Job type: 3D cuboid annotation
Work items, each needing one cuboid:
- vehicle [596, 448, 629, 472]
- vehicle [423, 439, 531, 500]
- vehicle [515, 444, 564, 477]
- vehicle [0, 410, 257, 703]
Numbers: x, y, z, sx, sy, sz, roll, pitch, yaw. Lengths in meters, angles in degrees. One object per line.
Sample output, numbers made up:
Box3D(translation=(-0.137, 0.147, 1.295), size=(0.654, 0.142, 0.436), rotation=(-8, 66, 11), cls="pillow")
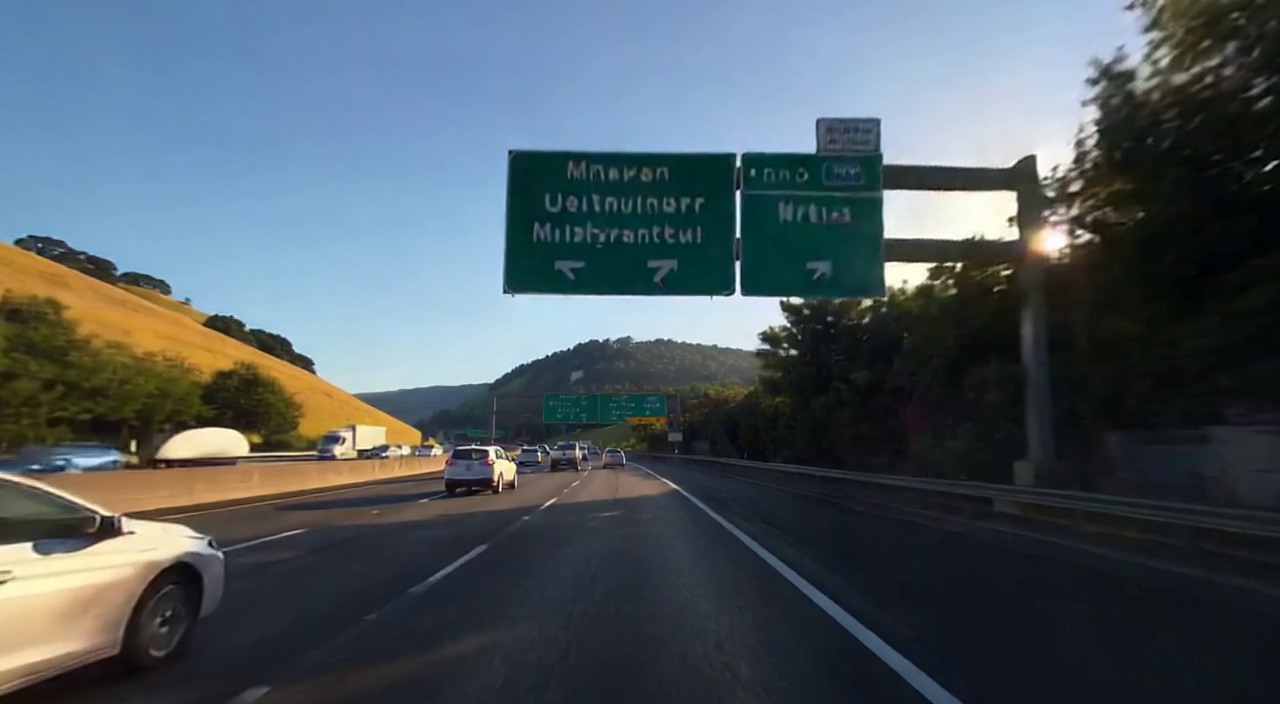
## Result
Box3D(translation=(-1.808, 6.817, 40.017), size=(1.988, 1.440, 4.201), rotation=(0, -9, -4), cls="vehicle")
Box3D(translation=(-4.781, 3.519, 19.211), size=(2.208, 1.619, 4.162), rotation=(0, -9, -1), cls="vehicle")
Box3D(translation=(-5.367, 5.828, 34.120), size=(2.118, 1.624, 4.032), rotation=(0, -9, -2), cls="vehicle")
Box3D(translation=(-3.782, 0.987, 2.615), size=(1.892, 1.492, 3.940), rotation=(0, -9, 0), cls="vehicle")
